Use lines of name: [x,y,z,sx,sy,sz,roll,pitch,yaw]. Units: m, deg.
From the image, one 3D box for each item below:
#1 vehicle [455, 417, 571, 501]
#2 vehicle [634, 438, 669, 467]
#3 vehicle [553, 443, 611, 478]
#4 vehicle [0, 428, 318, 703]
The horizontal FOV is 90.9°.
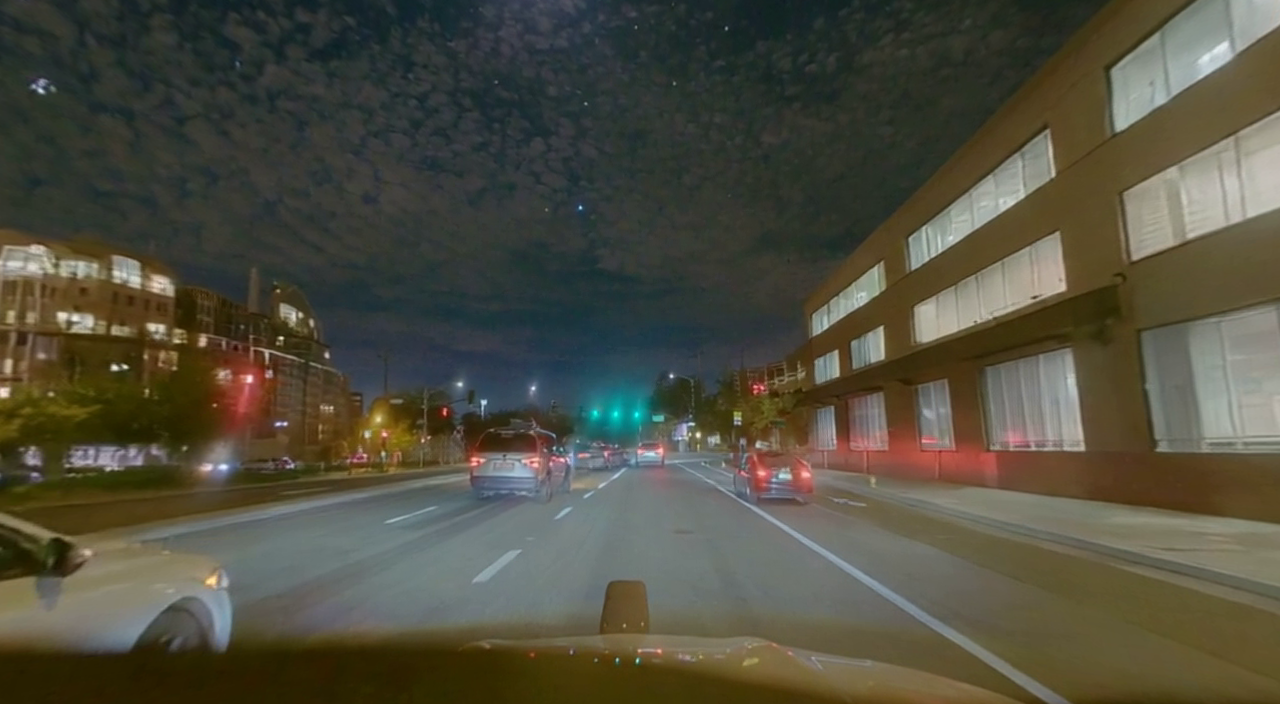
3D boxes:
vehicle: [-3.305,2.912,17.429,2.152,1.987,4.527,0,-9,1]
vehicle: [0.760,6.672,41.938,2.194,1.779,3.996,0,-9,0]
vehicle: [-2.588,4.973,29.236,2.246,1.481,4.146,0,-9,0]
vehicle: [-2.856,0.880,1.475,1.959,1.406,4.272,0,-9,0]
